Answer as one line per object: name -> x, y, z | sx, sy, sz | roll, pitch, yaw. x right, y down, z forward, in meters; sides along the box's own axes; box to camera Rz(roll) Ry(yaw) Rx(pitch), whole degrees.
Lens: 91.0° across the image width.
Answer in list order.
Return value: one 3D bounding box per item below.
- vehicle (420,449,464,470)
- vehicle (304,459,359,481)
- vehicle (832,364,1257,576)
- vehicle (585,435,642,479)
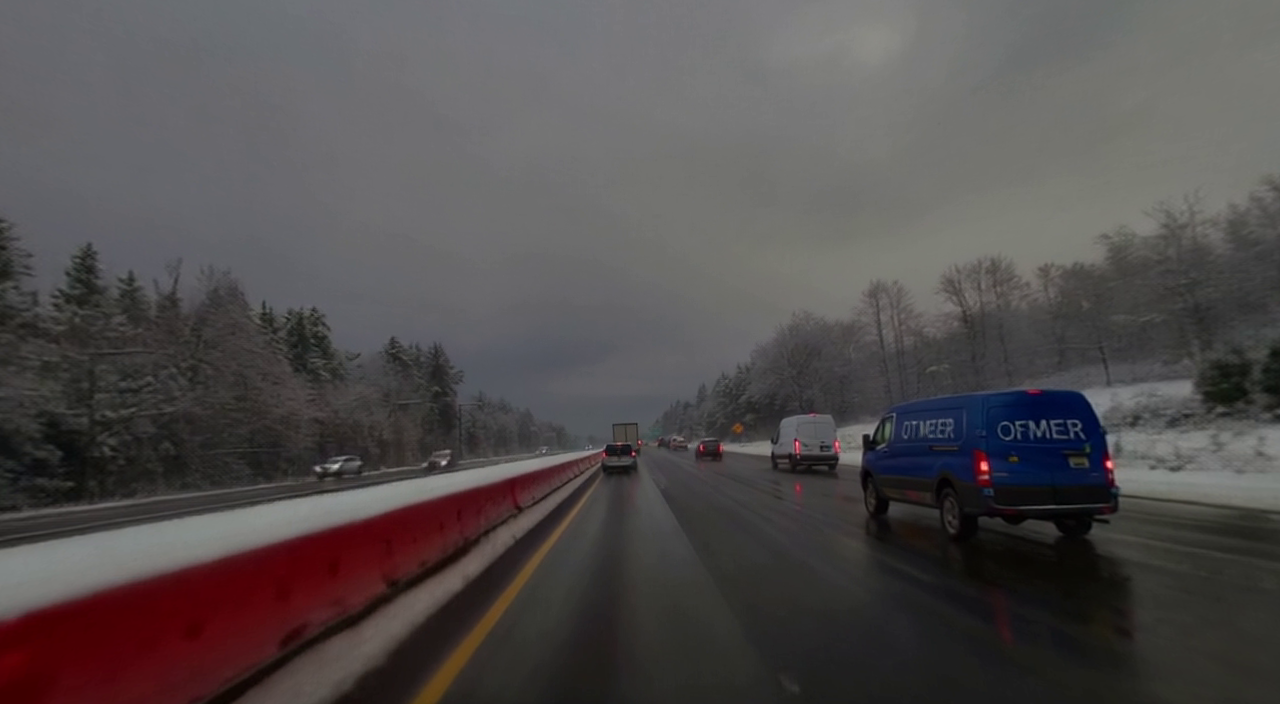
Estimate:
vehicle -> -14.813, 8.051, 47.414 | 1.876, 1.451, 4.620 | -1, -8, -1
vehicle -> -22.429, 8.648, 45.924 | 1.889, 1.501, 4.156 | 0, -12, 0
vehicle -> 4.673, 1.476, 8.644 | 2.223, 2.008, 5.121 | 0, -8, -3
vehicle -> -1.032, 4.170, 25.289 | 2.100, 1.636, 3.620 | 0, -8, -2
